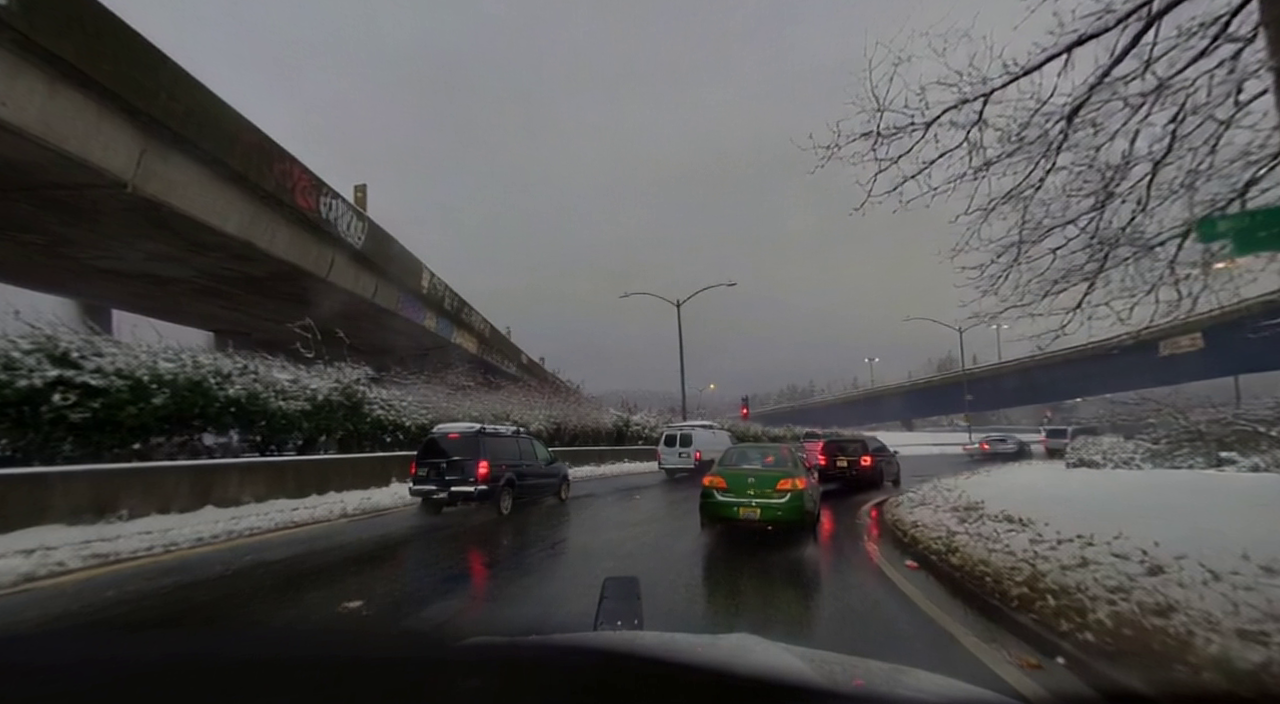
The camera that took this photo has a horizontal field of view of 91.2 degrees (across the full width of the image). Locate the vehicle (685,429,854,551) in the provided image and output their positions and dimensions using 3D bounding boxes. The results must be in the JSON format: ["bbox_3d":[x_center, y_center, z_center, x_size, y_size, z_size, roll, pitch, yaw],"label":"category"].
[{"bbox_3d":[2.243,2.073,10.037,2.064,1.515,3.722,-4,-9,20],"label":"vehicle"}]

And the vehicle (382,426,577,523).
[{"bbox_3d":[-2.874,2.320,12.339,1.921,1.554,4.081,-3,-9,15],"label":"vehicle"}]

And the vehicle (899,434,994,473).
[{"bbox_3d":[12.324,4.041,25.085,3.902,1.446,1.780,7,-11,-37],"label":"vehicle"}]

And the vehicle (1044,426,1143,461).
[{"bbox_3d":[20.899,4.235,28.868,3.934,1.485,1.763,4,-10,-22],"label":"vehicle"}]

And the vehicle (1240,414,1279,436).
[{"bbox_3d":[49.540,5.643,48.527,1.784,1.576,4.027,6,-11,-35],"label":"vehicle"}]

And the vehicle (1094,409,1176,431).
[{"bbox_3d":[36.833,5.112,46.721,1.835,1.520,4.294,4,-10,-27],"label":"vehicle"}]
